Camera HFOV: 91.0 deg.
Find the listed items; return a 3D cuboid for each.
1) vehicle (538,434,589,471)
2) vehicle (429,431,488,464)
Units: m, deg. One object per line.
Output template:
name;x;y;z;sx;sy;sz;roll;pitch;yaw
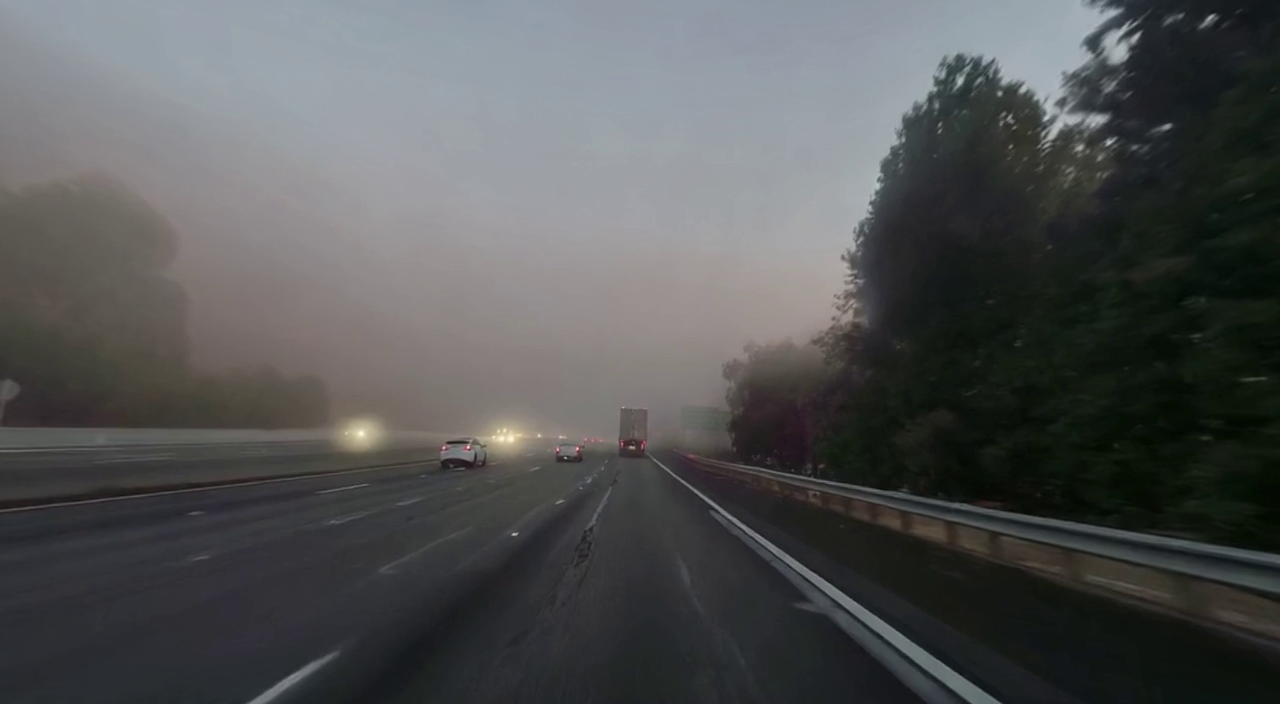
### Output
vehicle;-3.894;5.227;32.828;2.053;1.746;4.508;0;-9;0
vehicle;-10.302;5.481;36.138;1.958;1.758;4.684;0;-9;0
